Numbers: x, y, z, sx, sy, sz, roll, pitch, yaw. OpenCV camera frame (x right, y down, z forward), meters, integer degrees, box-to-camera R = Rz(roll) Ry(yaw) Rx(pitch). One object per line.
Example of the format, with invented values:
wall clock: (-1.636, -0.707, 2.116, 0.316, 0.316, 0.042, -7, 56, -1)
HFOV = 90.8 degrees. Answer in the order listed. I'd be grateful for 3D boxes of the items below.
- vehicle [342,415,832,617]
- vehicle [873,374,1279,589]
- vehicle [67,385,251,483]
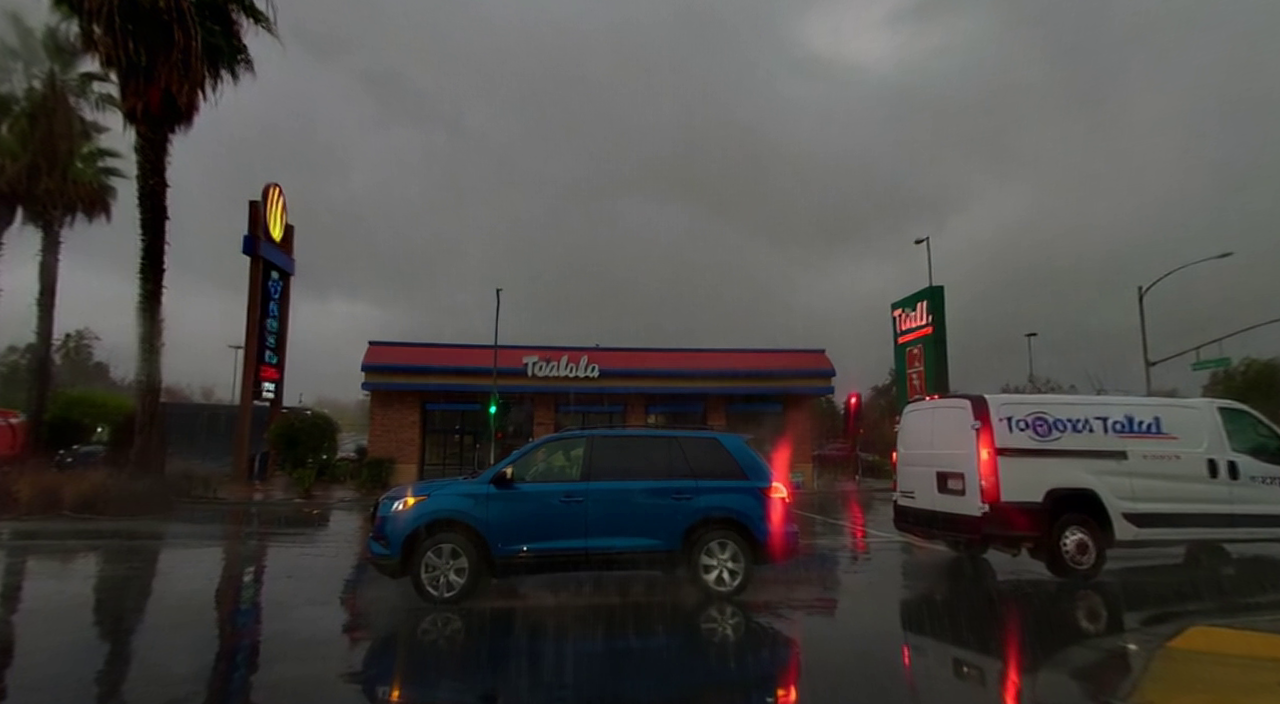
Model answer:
vehicle: (-0.521, 1.641, 6.962, 4.493, 1.728, 2.137, 2, -9, -9)
vehicle: (6.570, 1.564, 8.161, 6.246, 2.202, 2.277, 1, -9, -8)
vehicle: (-21.835, 3.881, 29.462, 3.034, 3.929, 7.699, 1, -9, -7)
